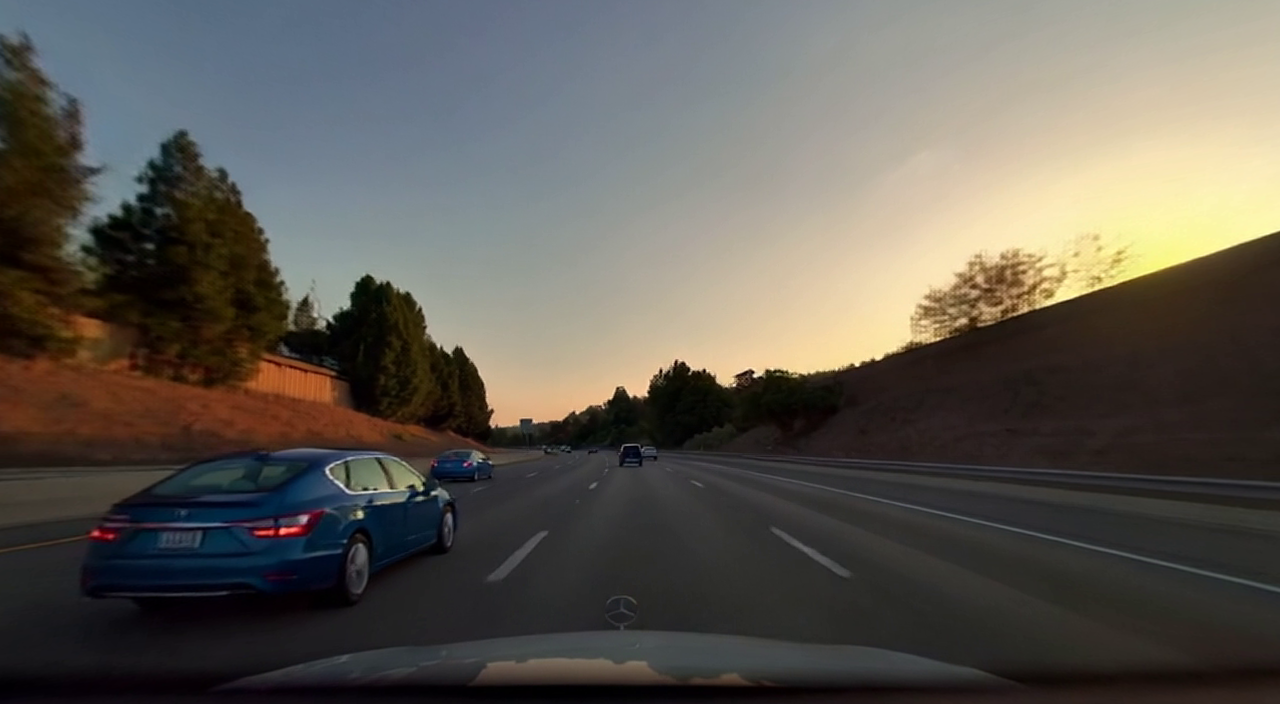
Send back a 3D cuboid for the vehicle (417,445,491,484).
[{"bbox_3d":[-7.641,4.635,26.355,1.915,1.479,3.843,0,-9,0],"label":"vehicle"}]
